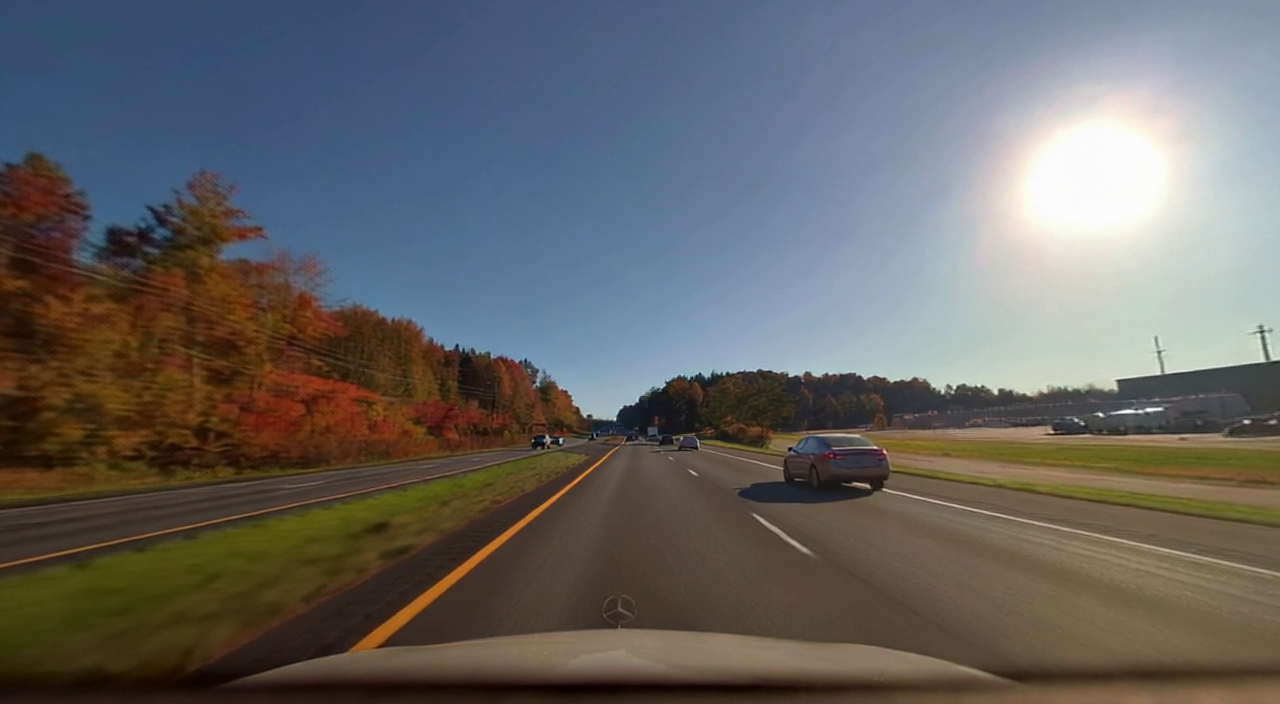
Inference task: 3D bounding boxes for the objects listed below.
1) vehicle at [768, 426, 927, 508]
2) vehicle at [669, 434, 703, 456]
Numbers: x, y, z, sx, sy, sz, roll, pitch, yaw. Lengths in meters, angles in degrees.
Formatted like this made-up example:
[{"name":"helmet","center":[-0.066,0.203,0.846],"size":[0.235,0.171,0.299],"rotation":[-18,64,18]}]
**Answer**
[{"name":"vehicle","center":[4.350,2.463,13.974],"size":[2.024,1.516,4.197],"rotation":[0,-8,-1]},{"name":"vehicle","center":[3.255,6.679,45.170],"size":[2.057,1.540,4.158],"rotation":[0,-8,-1]}]
